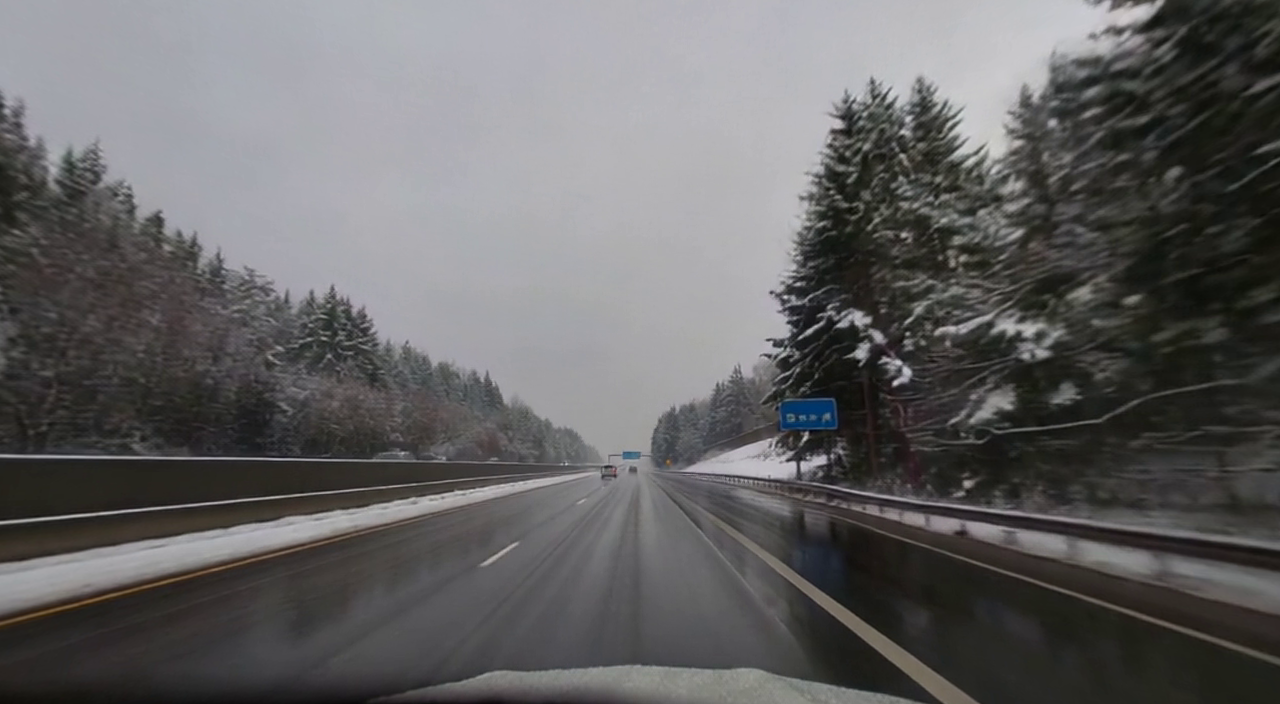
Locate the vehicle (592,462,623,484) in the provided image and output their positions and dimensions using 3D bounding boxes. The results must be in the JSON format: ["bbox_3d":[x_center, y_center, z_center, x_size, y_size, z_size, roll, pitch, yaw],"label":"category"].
[{"bbox_3d":[-2.485,9.452,49.417,2.168,1.561,4.588,1,-10,0],"label":"vehicle"}]

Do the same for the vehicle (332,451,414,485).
[{"bbox_3d":[-12.523,5.498,29.906,1.850,1.425,4.441,1,-10,1],"label":"vehicle"}]
